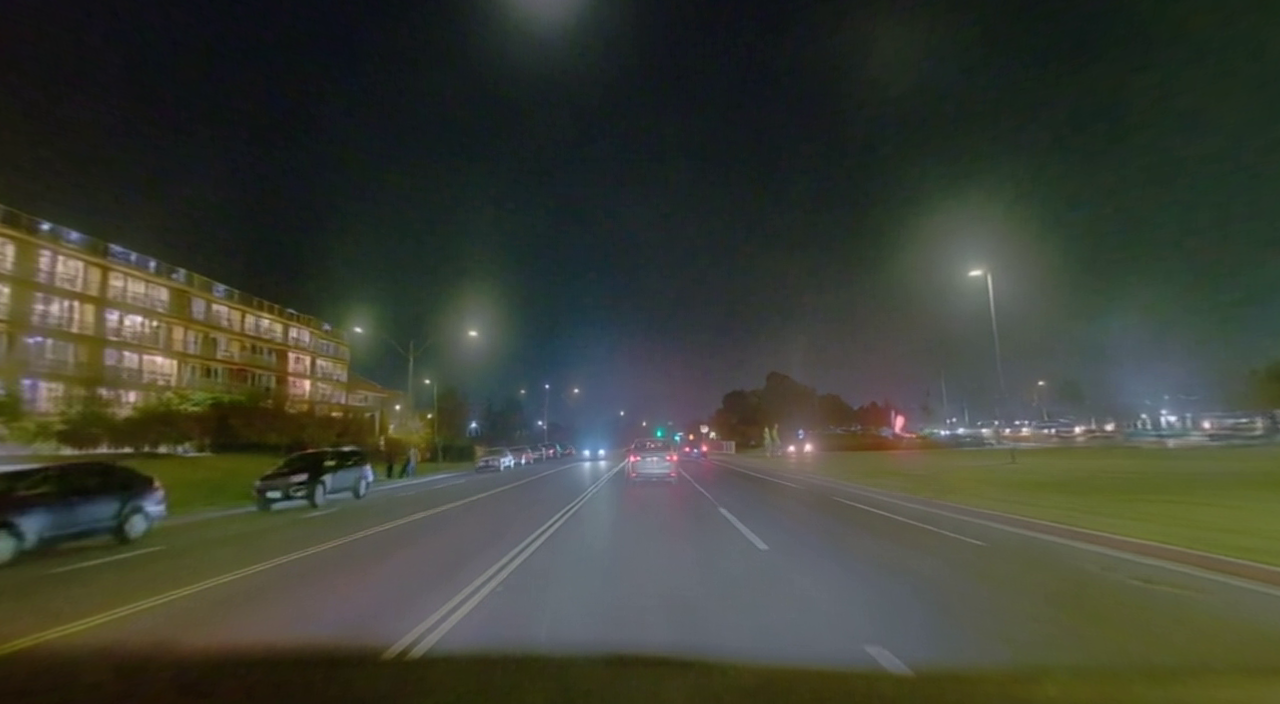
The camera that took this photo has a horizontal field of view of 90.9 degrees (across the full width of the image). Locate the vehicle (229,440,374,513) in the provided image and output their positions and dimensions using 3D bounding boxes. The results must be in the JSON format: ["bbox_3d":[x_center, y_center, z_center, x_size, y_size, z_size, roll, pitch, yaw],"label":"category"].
[{"bbox_3d":[-10.206,3.728,19.507,2.032,1.833,4.465,-3,-8,0],"label":"vehicle"}]

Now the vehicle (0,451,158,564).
[{"bbox_3d":[-10.390,2.513,10.252,1.932,1.607,4.191,-4,-8,-2],"label":"vehicle"}]

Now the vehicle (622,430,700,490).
[{"bbox_3d":[0.596,3.261,19.281,2.132,1.632,3.838,0,-8,0],"label":"vehicle"}]

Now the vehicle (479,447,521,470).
[{"bbox_3d":[-10.035,7.638,45.449,1.839,1.474,4.694,-1,-9,1],"label":"vehicle"}]

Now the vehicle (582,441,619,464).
[{"bbox_3d":[-2.565,6.629,41.734,2.104,1.455,4.199,-1,-9,2],"label":"vehicle"}]
